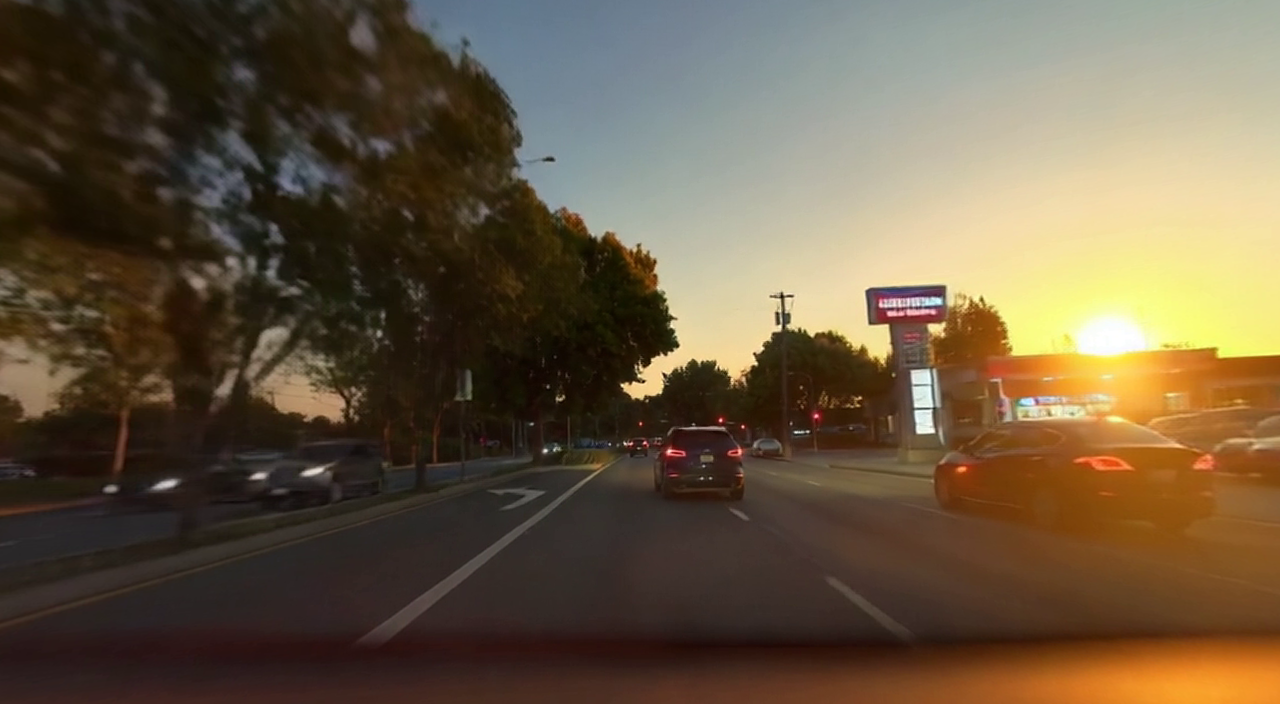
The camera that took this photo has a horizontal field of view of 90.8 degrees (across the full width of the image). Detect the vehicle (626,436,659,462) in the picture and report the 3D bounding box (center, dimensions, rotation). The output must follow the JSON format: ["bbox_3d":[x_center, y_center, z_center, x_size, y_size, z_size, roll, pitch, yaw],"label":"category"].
[{"bbox_3d":[0.159,6.532,42.653,2.101,1.707,3.904,0,-8,-1],"label":"vehicle"}]

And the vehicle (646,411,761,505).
[{"bbox_3d":[1.331,2.526,15.451,2.038,1.917,4.900,0,-8,-3],"label":"vehicle"}]

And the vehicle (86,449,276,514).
[{"bbox_3d":[-12.193,3.422,17.242,1.868,1.496,4.390,0,-8,0],"label":"vehicle"}]

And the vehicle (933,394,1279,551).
[{"bbox_3d":[6.659,1.713,9.618,2.025,1.765,4.729,0,-8,-1],"label":"vehicle"}]

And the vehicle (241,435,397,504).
[{"bbox_3d":[-8.864,3.256,18.007,2.044,1.695,4.503,0,-8,0],"label":"vehicle"}]
